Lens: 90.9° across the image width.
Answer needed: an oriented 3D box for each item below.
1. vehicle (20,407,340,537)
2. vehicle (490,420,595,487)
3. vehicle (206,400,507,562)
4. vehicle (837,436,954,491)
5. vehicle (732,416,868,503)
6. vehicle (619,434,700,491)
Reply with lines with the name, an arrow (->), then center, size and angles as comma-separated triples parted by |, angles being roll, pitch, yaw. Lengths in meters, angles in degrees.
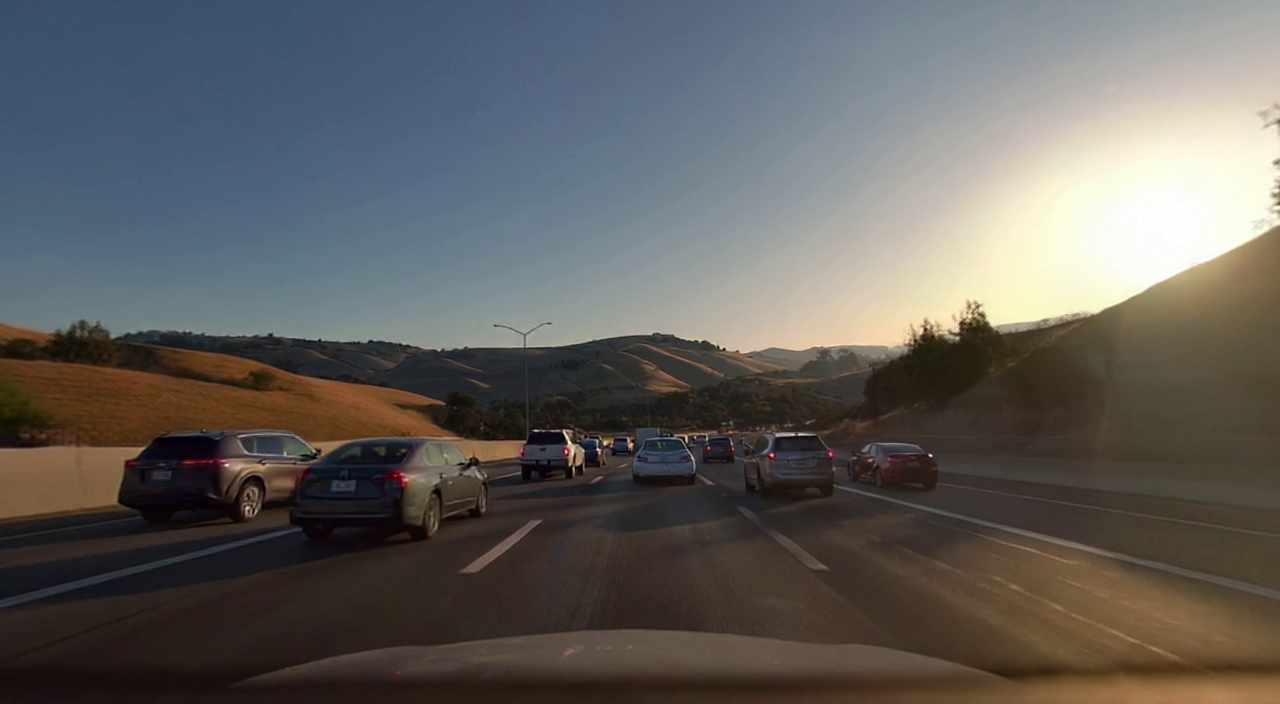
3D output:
vehicle -> -7.667, 2.040, 11.357 | 2.017, 1.810, 4.782 | 0, -8, 2
vehicle -> -2.994, 3.304, 20.789 | 2.301, 1.902, 5.374 | -1, -8, 3
vehicle -> -3.524, 1.706, 9.054 | 2.179, 1.723, 4.410 | 0, -8, 1
vehicle -> 7.502, 3.284, 19.006 | 1.846, 1.469, 4.166 | 0, -8, 1
vehicle -> 3.595, 2.522, 15.167 | 2.046, 1.765, 4.534 | 0, -8, 0
vehicle -> 0.562, 3.205, 18.654 | 2.105, 1.471, 4.349 | 0, -8, 2
